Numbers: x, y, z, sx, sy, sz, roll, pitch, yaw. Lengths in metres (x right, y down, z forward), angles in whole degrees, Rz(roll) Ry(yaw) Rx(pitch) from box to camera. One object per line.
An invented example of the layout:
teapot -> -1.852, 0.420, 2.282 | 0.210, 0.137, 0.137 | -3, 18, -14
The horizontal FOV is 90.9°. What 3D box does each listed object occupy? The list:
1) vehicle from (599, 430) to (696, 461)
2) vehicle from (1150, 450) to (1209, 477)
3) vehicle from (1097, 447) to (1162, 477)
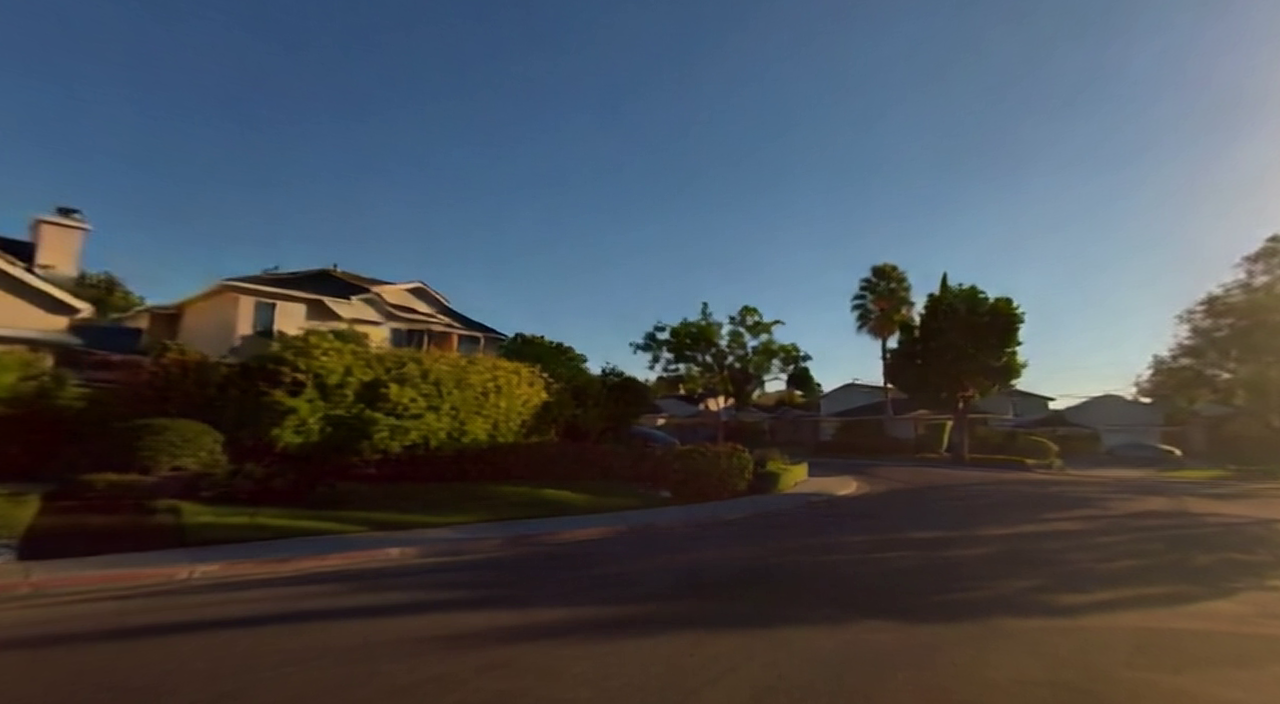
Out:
vehicle -> 0.442, 4.954, 33.369 | 5.089, 1.517, 1.791 | 7, -12, -38
vehicle -> 37.927, 7.816, 44.248 | 4.560, 1.749, 2.058 | 6, -12, -38
vehicle -> 31.027, 6.963, 39.906 | 4.700, 1.752, 2.180 | 7, -13, -41
